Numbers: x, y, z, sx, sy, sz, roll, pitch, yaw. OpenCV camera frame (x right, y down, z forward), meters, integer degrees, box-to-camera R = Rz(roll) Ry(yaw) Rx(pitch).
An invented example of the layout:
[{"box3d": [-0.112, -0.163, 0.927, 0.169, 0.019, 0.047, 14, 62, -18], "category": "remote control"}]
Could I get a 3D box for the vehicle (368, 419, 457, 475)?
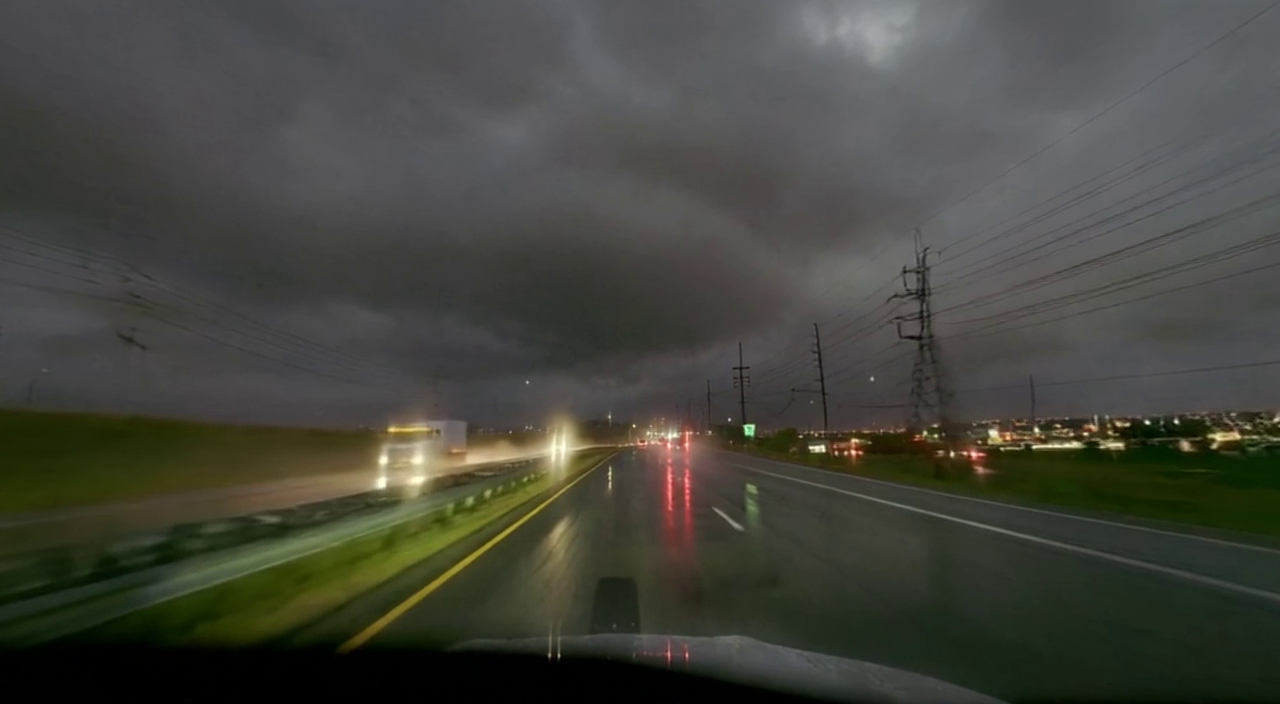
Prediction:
[{"box3d": [-11.798, 5.002, 33.355, 2.274, 2.665, 6.594, -1, -8, 0], "category": "vehicle"}]
